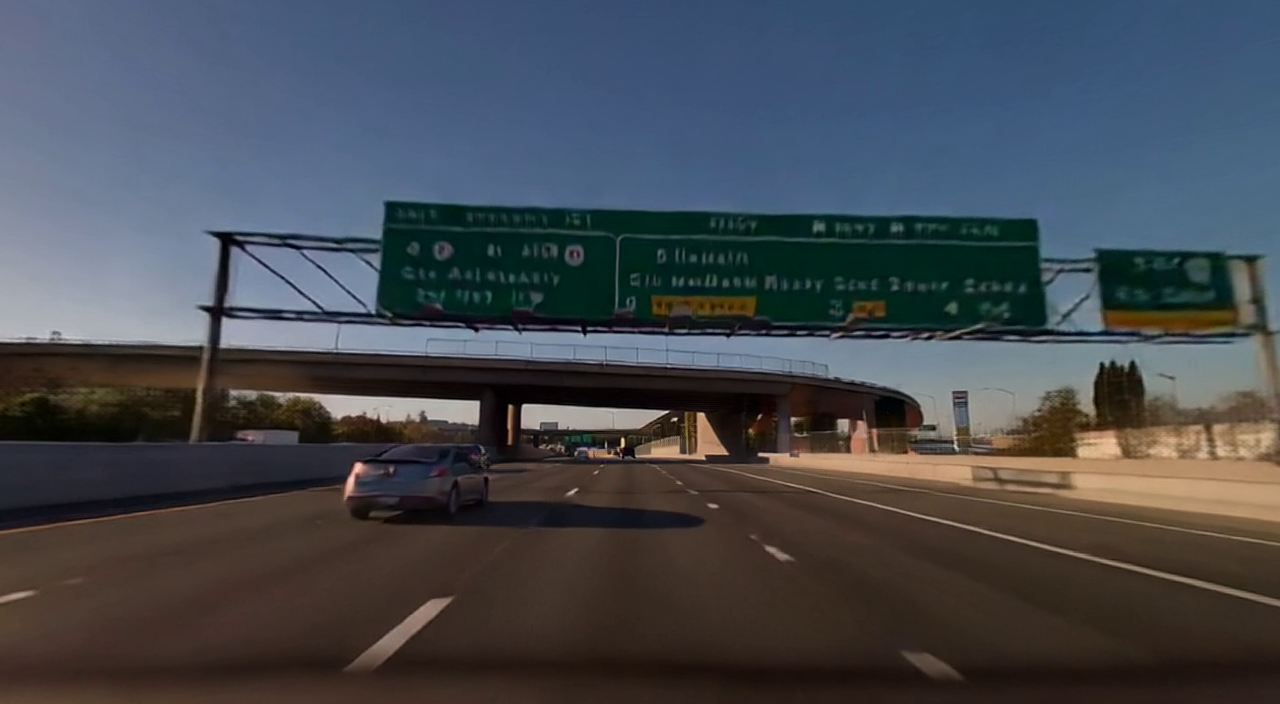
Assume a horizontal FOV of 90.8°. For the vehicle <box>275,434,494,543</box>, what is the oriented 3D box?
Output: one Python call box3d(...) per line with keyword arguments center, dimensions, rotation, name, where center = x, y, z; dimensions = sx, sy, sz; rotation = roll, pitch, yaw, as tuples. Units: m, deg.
box3d(center=(-4.123, 2.258, 11.158), dimensions=(2.050, 1.507, 4.316), rotation=(0, -8, 0), name="vehicle")
